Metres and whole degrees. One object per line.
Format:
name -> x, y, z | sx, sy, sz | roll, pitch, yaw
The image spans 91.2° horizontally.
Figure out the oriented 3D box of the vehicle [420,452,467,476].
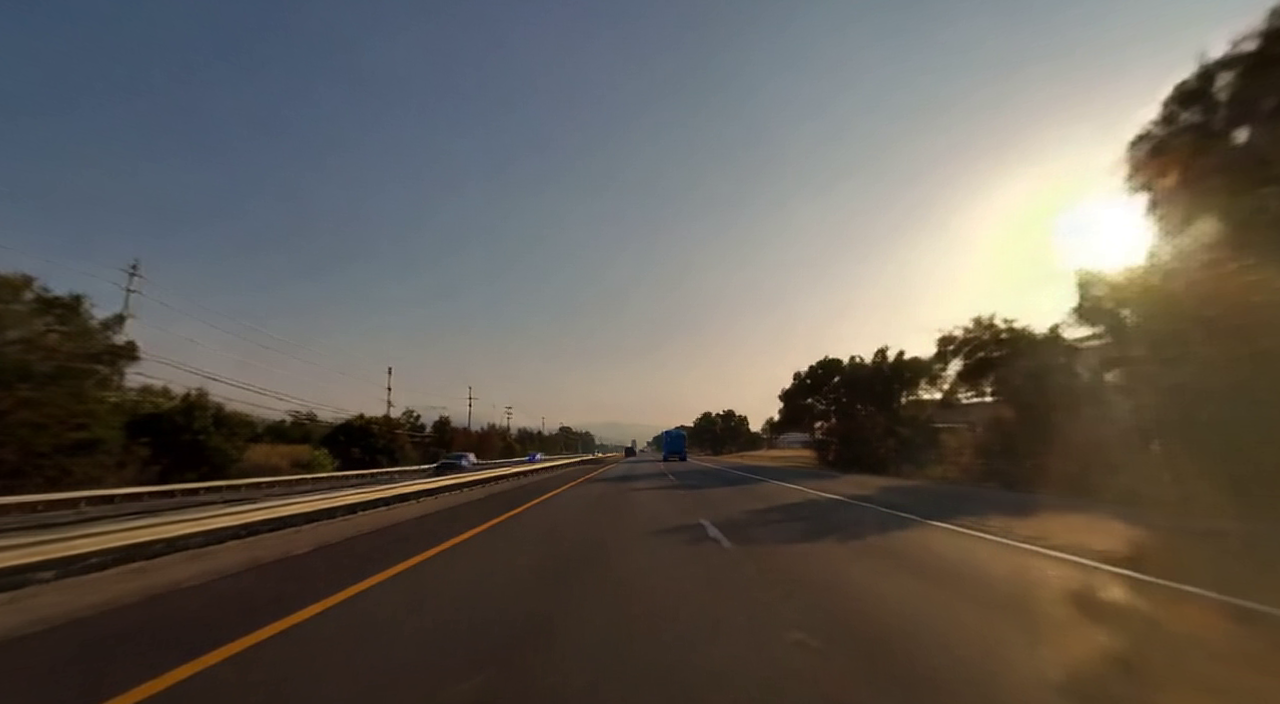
vehicle -> -13.465, 7.711, 43.195 | 1.831, 1.524, 4.137 | -1, -9, 1
